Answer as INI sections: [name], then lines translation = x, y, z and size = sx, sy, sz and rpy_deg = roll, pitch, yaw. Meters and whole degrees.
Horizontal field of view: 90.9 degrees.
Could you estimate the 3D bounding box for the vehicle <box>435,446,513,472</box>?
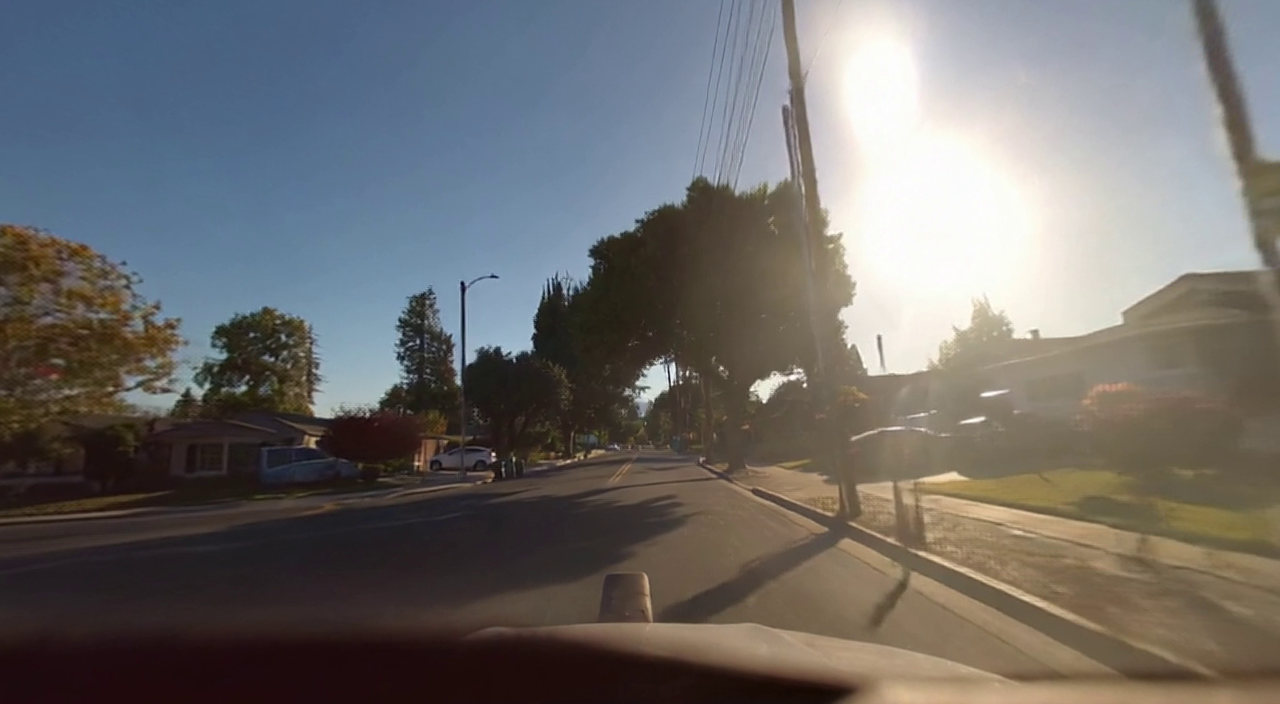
[vehicle]
translation = -10.113, 6.466, 38.404
size = 4.293, 1.484, 1.981
rpy_deg = 3, -9, -22
